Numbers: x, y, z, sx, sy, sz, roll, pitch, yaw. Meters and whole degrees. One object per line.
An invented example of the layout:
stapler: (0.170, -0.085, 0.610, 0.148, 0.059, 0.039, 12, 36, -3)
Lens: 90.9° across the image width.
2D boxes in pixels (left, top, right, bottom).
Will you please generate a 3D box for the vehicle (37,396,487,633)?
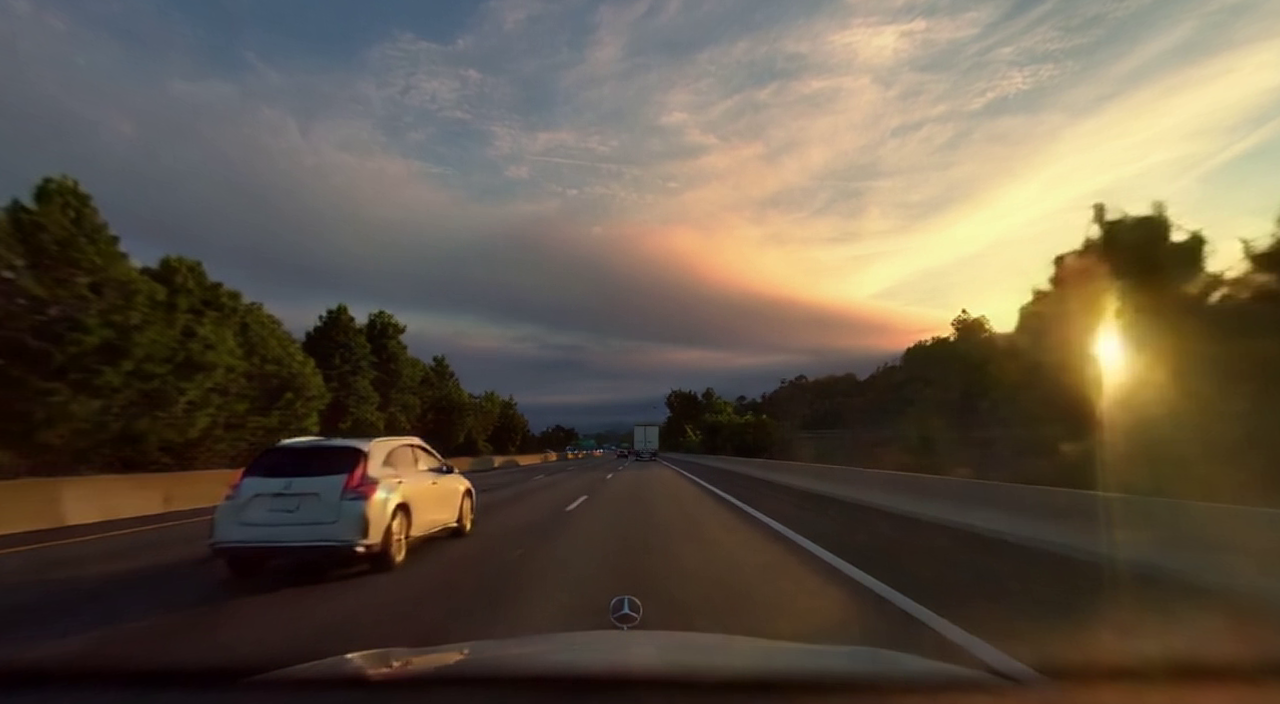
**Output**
vehicle: (-3.277, 1.522, 6.900, 2.017, 1.680, 4.636, 0, -9, 0)
